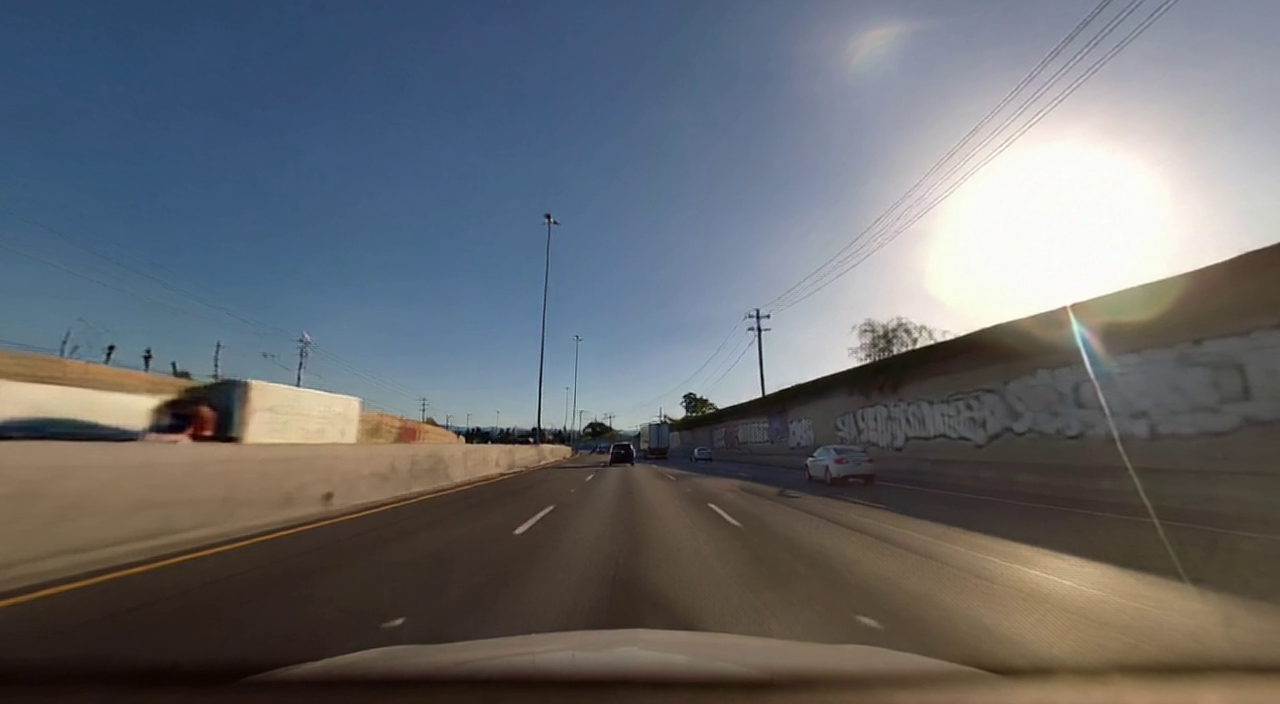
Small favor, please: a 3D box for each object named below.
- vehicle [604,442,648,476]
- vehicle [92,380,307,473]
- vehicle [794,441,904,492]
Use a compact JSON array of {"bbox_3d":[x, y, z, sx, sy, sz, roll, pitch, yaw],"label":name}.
[{"bbox_3d":[-0.724,5.606,33.334,2.191,1.685,3.353,0,-9,-1],"label":"vehicle"},{"bbox_3d":[-17.110,3.135,25.554,2.933,3.133,8.090,0,-9,-1],"label":"vehicle"},{"bbox_3d":[6.907,3.819,21.474,2.032,1.525,4.631,0,-9,-1],"label":"vehicle"}]
